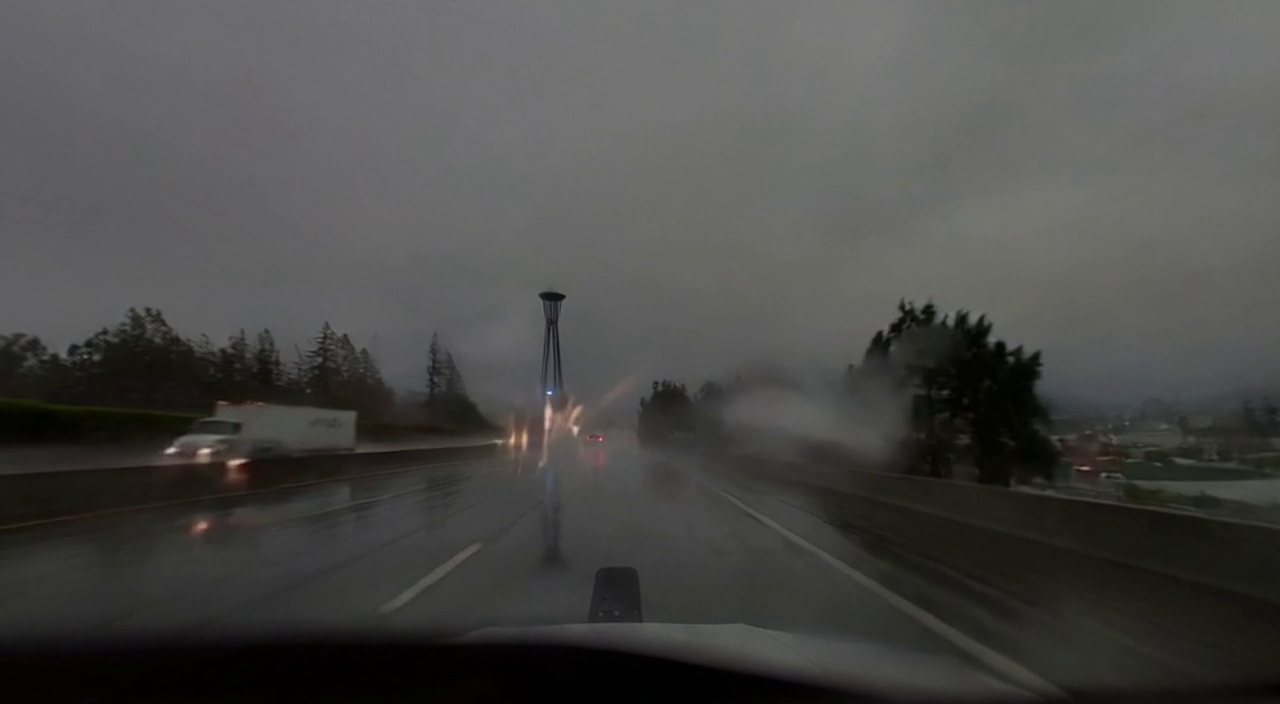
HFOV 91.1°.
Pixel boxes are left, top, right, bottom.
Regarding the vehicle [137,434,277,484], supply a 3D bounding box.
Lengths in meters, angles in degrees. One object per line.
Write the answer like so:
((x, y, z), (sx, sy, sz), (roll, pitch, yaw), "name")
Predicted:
((-16.790, 4.137, 24.785), (2.164, 1.749, 4.744), (0, -8, -1), "vehicle")

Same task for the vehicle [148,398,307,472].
((-25.281, 5.212, 39.582), (2.997, 4.015, 10.450), (0, -8, -1), "vehicle")
